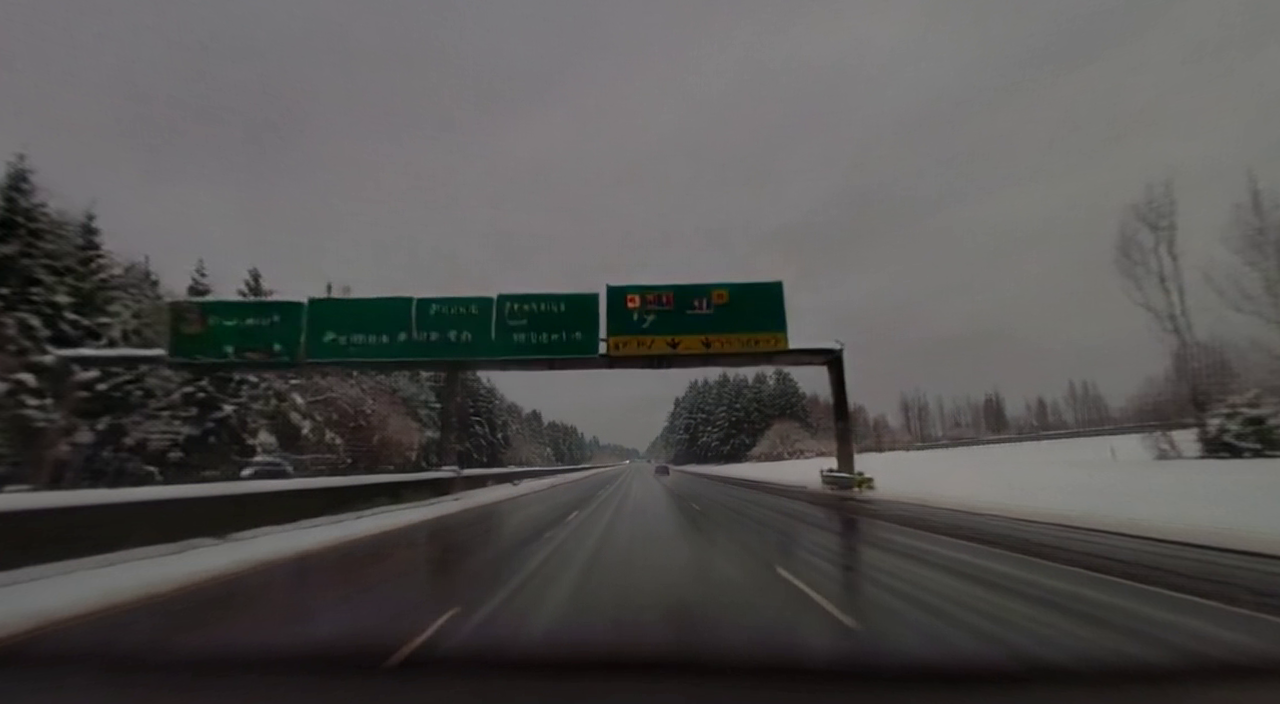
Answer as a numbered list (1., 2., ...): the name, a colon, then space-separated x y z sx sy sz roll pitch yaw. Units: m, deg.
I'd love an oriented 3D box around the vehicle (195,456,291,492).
1. vehicle: -19.525 6.042 31.260 1.893 1.602 4.274 1 -11 0
